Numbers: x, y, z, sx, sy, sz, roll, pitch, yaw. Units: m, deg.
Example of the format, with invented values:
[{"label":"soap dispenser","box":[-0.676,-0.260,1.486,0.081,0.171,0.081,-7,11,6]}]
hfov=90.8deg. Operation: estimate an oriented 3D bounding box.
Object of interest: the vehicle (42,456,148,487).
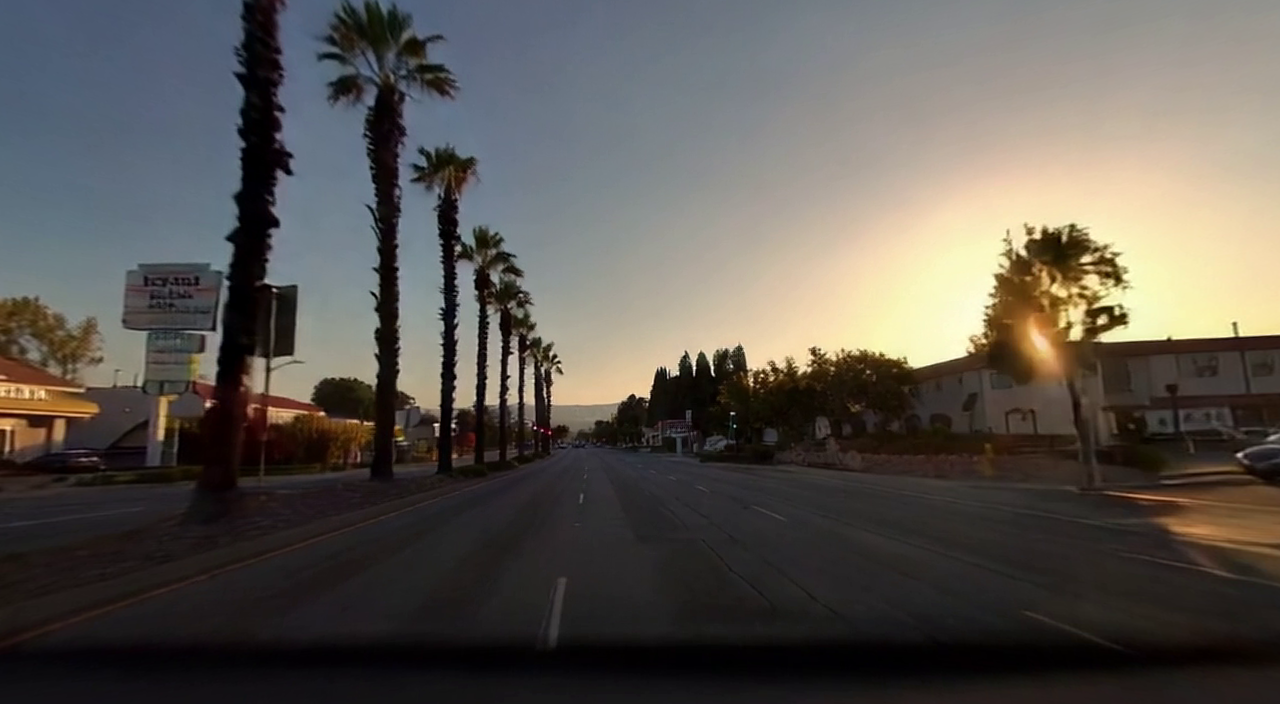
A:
[{"label":"vehicle","box":[-30.188,6.617,35.193,1.945,1.444,4.428,-4,-9,1]}]

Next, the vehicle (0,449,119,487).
[{"label":"vehicle","box":[-33.086,6.542,36.071,2.236,1.982,5.467,0,-9,-4]}]
